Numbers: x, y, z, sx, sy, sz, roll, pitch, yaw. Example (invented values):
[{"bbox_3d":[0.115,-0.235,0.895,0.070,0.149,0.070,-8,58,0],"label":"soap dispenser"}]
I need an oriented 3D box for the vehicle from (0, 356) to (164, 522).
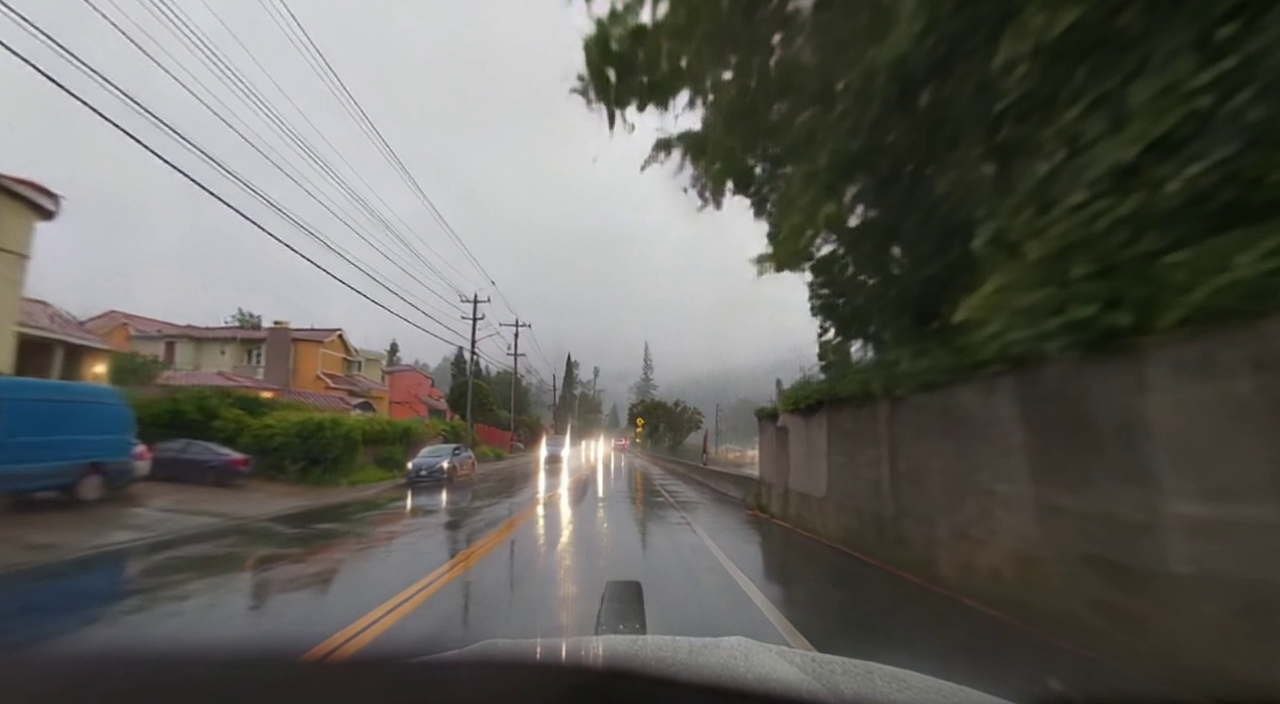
[{"bbox_3d":[-11.787,1.612,11.499,2.451,2.641,5.869,1,-9,-10],"label":"vehicle"}]

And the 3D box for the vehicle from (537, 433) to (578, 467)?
[{"bbox_3d":[-4.904,5.904,38.083,2.057,1.905,4.670,0,-8,-2],"label":"vehicle"}]

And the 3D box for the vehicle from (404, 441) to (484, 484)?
[{"bbox_3d":[-7.674,4.367,25.287,1.863,1.522,4.901,0,-8,-3],"label":"vehicle"}]

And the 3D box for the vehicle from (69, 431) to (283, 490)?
[{"bbox_3d":[-13.286,3.118,18.369,4.524,1.592,1.955,1,-9,-6],"label":"vehicle"}]
